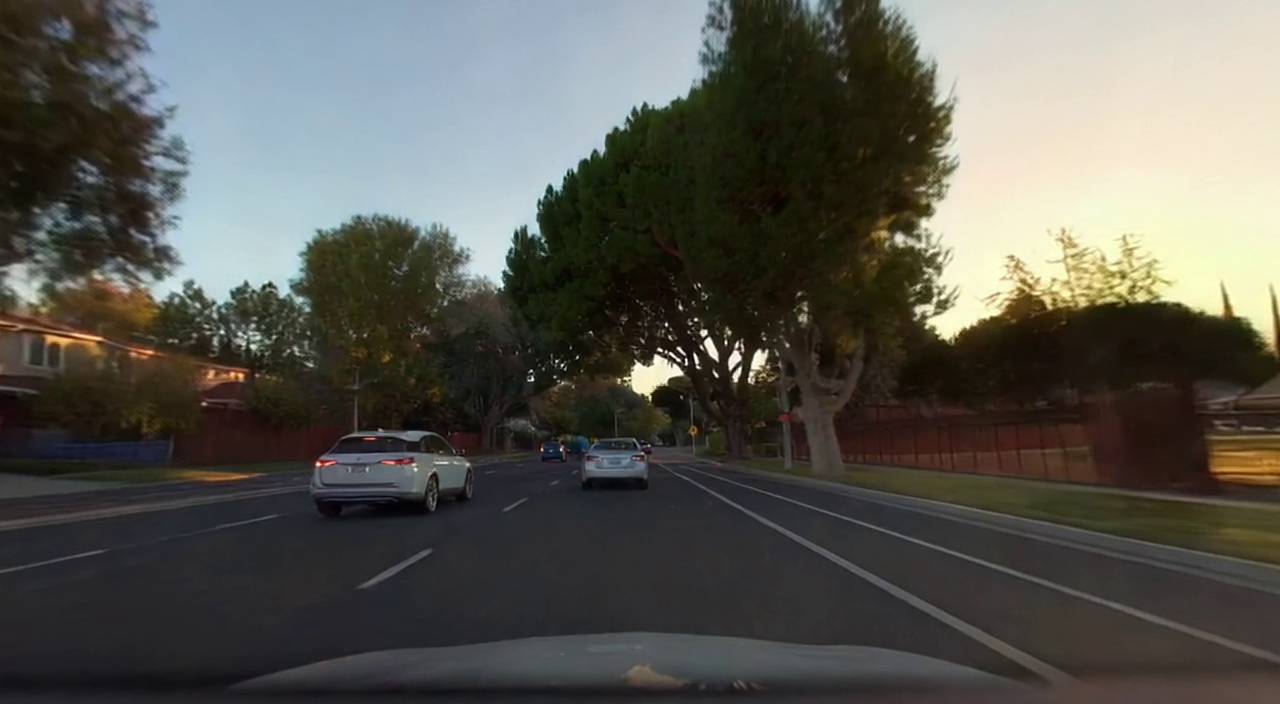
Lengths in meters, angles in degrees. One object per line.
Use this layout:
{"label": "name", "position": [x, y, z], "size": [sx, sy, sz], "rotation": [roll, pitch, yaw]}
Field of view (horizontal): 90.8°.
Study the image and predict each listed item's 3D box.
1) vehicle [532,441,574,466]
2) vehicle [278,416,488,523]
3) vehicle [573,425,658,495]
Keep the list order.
{"label": "vehicle", "position": [-5.424, 6.406, 40.022], "size": [2.014, 1.493, 4.658], "rotation": [0, -8, 0]}
{"label": "vehicle", "position": [-4.724, 2.250, 12.608], "size": [2.243, 1.722, 4.621], "rotation": [0, -8, 0]}
{"label": "vehicle", "position": [-0.643, 3.047, 18.133], "size": [2.131, 1.761, 4.242], "rotation": [0, -8, -1]}
